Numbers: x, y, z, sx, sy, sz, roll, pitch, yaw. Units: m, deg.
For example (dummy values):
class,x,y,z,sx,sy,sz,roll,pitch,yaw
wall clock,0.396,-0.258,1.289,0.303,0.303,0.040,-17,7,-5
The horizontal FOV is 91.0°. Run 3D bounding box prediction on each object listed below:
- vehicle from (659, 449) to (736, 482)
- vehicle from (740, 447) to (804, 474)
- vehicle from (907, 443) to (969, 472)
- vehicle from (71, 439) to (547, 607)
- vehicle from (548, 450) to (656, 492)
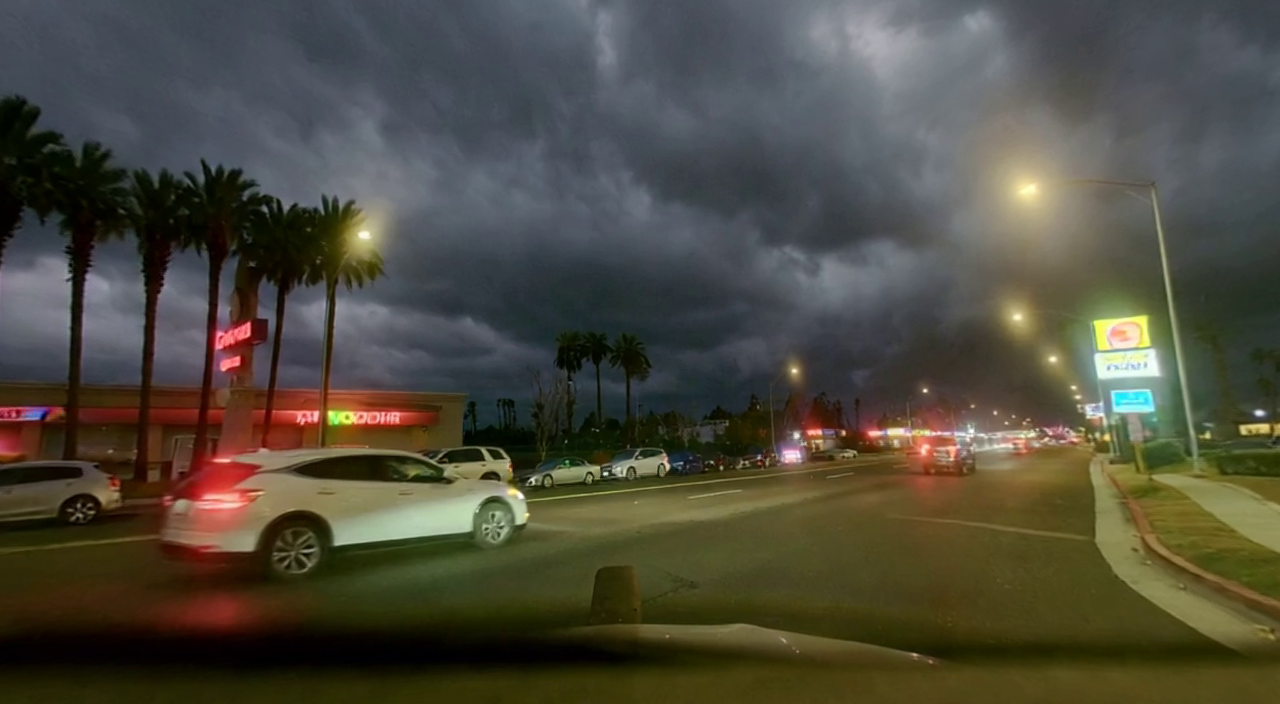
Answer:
class,x,y,z,sx,sy,sz,roll,pitch,yaw
vehicle,2.876,5.501,30.851,1.776,1.448,4.137,-6,-11,37
vehicle,8.049,6.537,38.064,1.981,1.493,4.721,-6,-11,36
vehicle,17.031,5.963,35.807,2.035,1.485,4.849,-7,-11,38
vehicle,-4.002,1.951,8.380,5.090,1.513,2.232,8,-12,-44
vehicle,-1.397,4.652,25.009,1.837,1.468,4.389,-6,-11,37
